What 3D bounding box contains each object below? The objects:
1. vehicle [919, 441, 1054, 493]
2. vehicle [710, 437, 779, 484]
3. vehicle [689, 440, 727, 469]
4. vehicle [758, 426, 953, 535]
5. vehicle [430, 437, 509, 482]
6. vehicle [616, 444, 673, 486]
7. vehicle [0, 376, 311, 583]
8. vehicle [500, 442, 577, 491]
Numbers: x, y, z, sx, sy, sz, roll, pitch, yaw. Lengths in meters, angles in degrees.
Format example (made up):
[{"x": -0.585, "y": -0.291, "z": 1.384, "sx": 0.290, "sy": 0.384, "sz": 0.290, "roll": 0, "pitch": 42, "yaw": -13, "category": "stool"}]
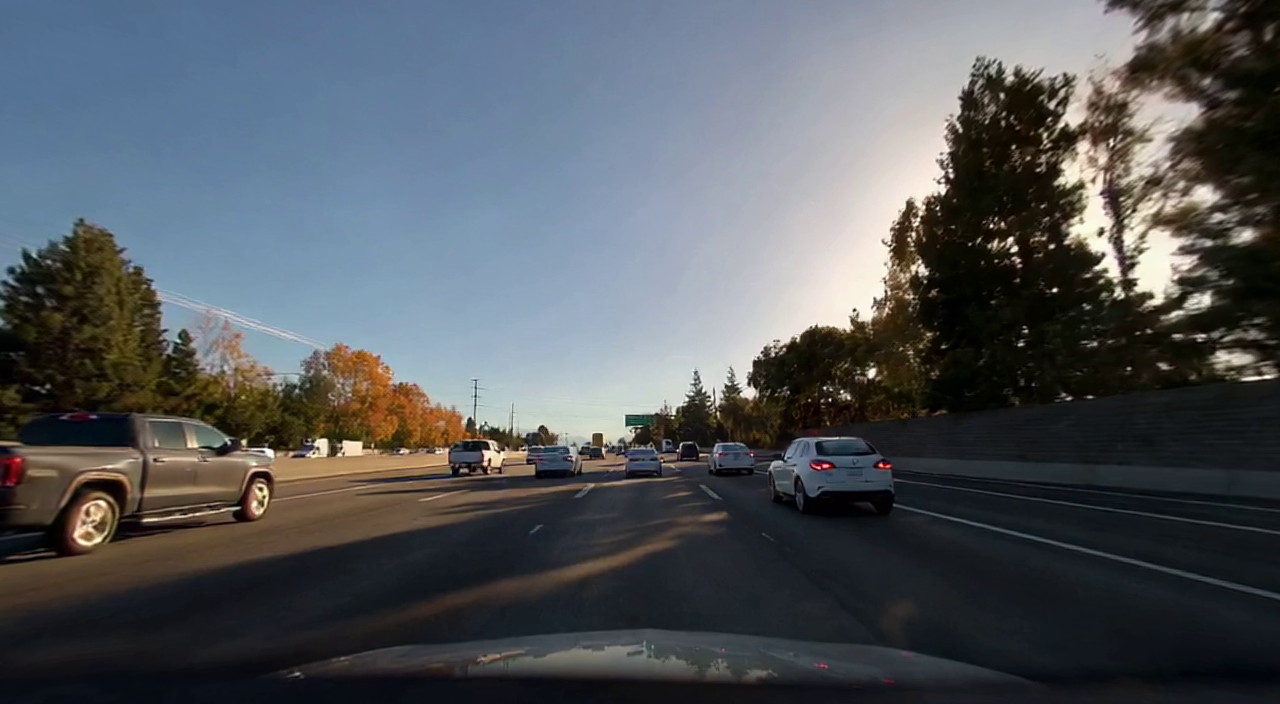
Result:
[{"x": 11.080, "y": 3.680, "z": 20.605, "sx": 1.816, "sy": 1.480, "sz": 4.468, "roll": 0, "pitch": -9, "yaw": 0, "category": "vehicle"}, {"x": 4.067, "y": 4.291, "z": 25.282, "sx": 2.002, "sy": 1.691, "sz": 4.290, "roll": 0, "pitch": -9, "yaw": 0, "category": "vehicle"}, {"x": 4.517, "y": 6.912, "z": 42.682, "sx": 2.195, "sy": 1.778, "sz": 4.455, "roll": 0, "pitch": -9, "yaw": 1, "category": "vehicle"}, {"x": 3.626, "y": 2.245, "z": 11.623, "sx": 2.051, "sy": 1.595, "sz": 4.301, "roll": 0, "pitch": -9, "yaw": 0, "category": "vehicle"}, {"x": -6.912, "y": 4.399, "z": 26.078, "sx": 1.978, "sy": 1.680, "sz": 4.263, "roll": 0, "pitch": -9, "yaw": 1, "category": "vehicle"}, {"x": 0.167, "y": 4.233, "z": 23.989, "sx": 1.966, "sy": 1.444, "sz": 3.986, "roll": 0, "pitch": -9, "yaw": 1, "category": "vehicle"}, {"x": -7.119, "y": 1.573, "z": 8.399, "sx": 2.269, "sy": 1.936, "sz": 5.777, "roll": 0, "pitch": -9, "yaw": 1, "category": "vehicle"}, {"x": -3.347, "y": 3.871, "z": 21.717, "sx": 1.904, "sy": 1.479, "sz": 4.274, "roll": 0, "pitch": -9, "yaw": 1, "category": "vehicle"}]
